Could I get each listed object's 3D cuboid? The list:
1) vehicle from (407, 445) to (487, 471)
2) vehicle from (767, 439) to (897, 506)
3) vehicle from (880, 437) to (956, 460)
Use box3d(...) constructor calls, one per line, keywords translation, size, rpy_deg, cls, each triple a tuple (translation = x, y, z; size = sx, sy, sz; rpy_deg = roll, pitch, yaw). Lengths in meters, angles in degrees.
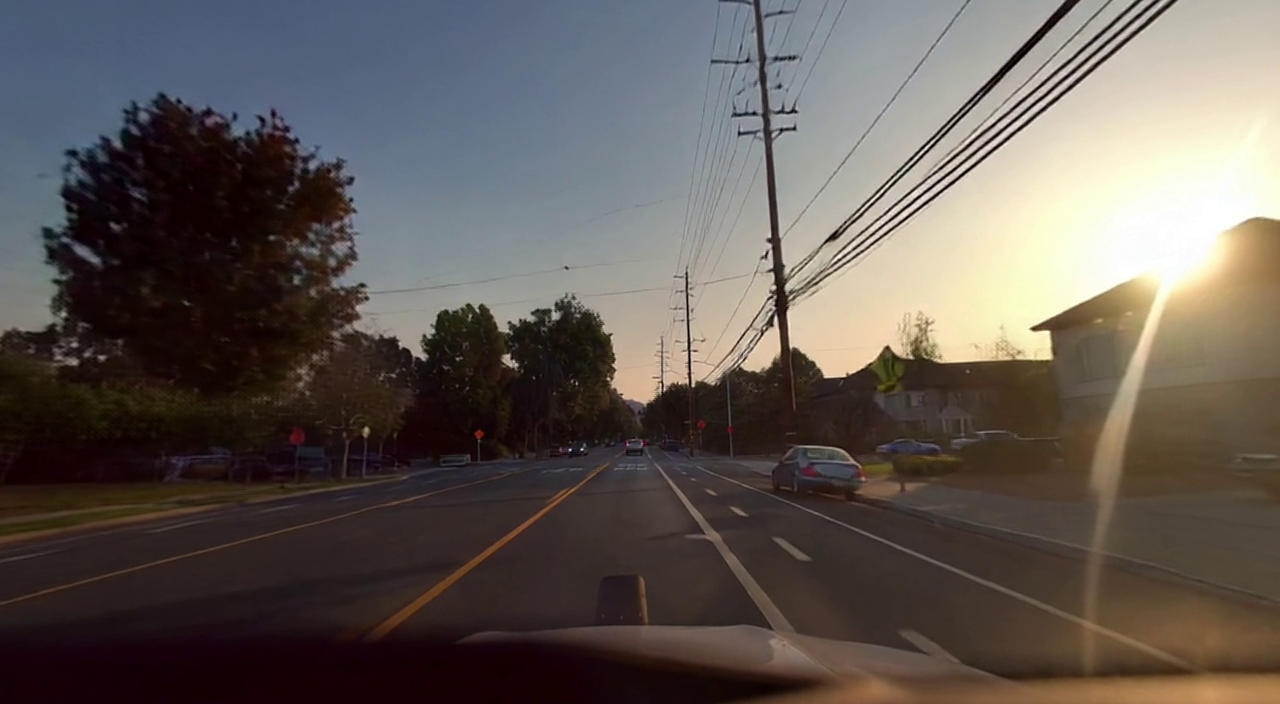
box3d(translation=(-14.065, 7.751, 46.265), size=(5.190, 1.502, 2.085), rpy_deg=(-4, -8, -1), cls="vehicle")
box3d(translation=(4.764, 3.040, 16.456), size=(1.987, 1.479, 4.562), rpy_deg=(0, -8, 0), cls="vehicle")
box3d(translation=(18.938, 6.561, 43.130), size=(4.292, 1.489, 1.895), rpy_deg=(0, -8, 0), cls="vehicle")
